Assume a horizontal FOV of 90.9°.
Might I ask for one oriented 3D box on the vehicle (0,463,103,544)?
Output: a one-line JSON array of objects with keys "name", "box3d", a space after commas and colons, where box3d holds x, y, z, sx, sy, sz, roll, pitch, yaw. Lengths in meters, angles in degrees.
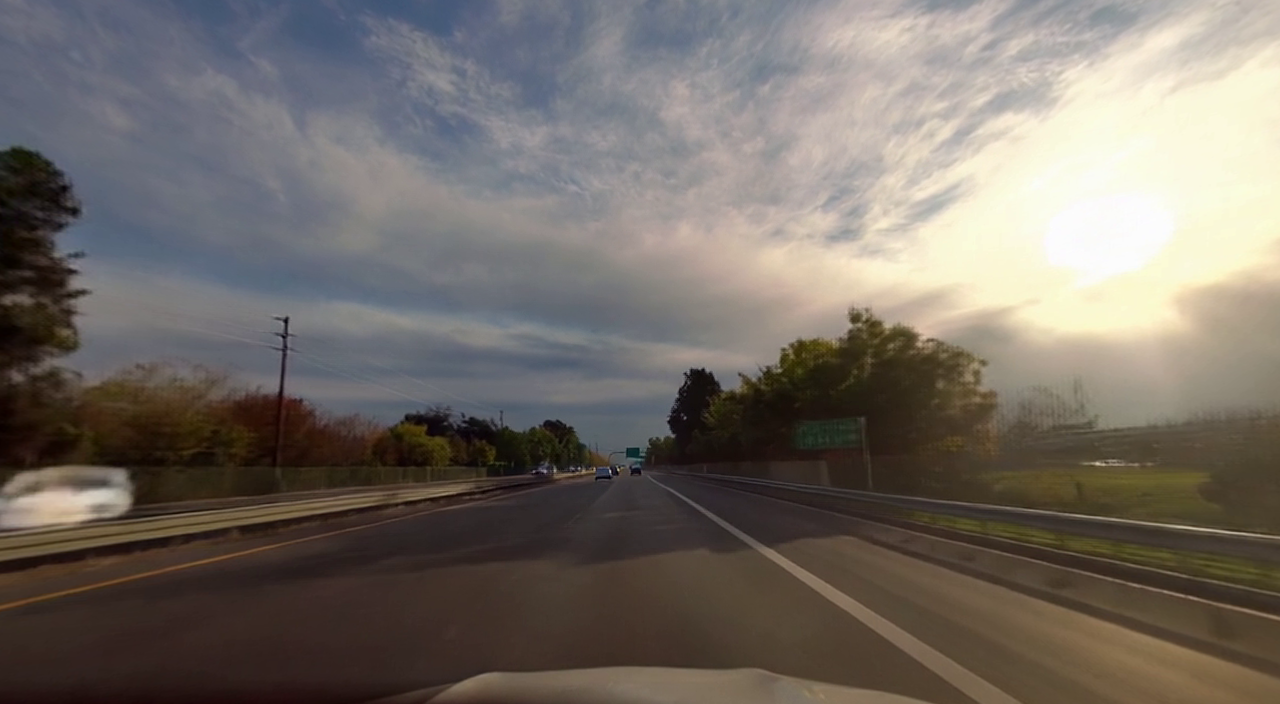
[{"name": "vehicle", "box3d": [-12.446, 2.717, 11.326, 1.838, 1.433, 4.200, 1, -10, 0]}]
